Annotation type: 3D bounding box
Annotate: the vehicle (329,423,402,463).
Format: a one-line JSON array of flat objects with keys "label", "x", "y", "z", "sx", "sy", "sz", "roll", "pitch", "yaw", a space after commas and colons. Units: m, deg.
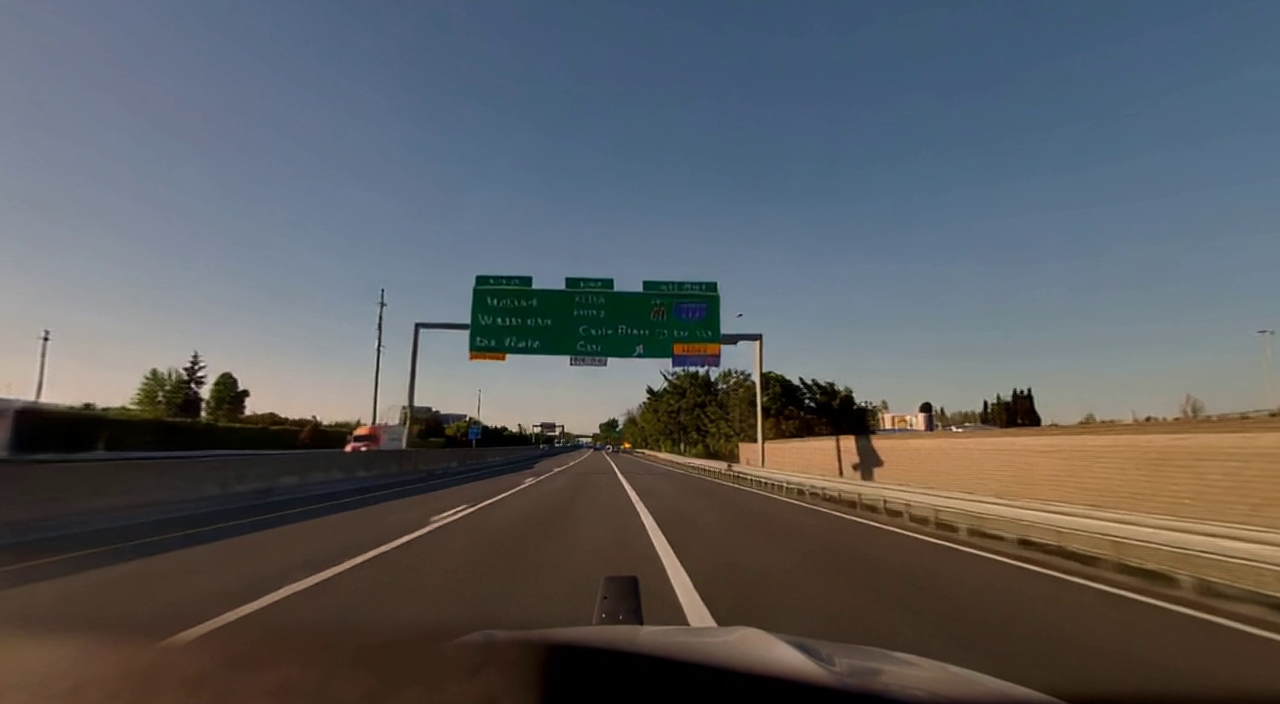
[{"label": "vehicle", "x": -20.556, "y": 6.947, "z": 47.438, "sx": 2.621, "sy": 2.778, "sz": 7.284, "roll": 0, "pitch": -9, "yaw": -3}]
